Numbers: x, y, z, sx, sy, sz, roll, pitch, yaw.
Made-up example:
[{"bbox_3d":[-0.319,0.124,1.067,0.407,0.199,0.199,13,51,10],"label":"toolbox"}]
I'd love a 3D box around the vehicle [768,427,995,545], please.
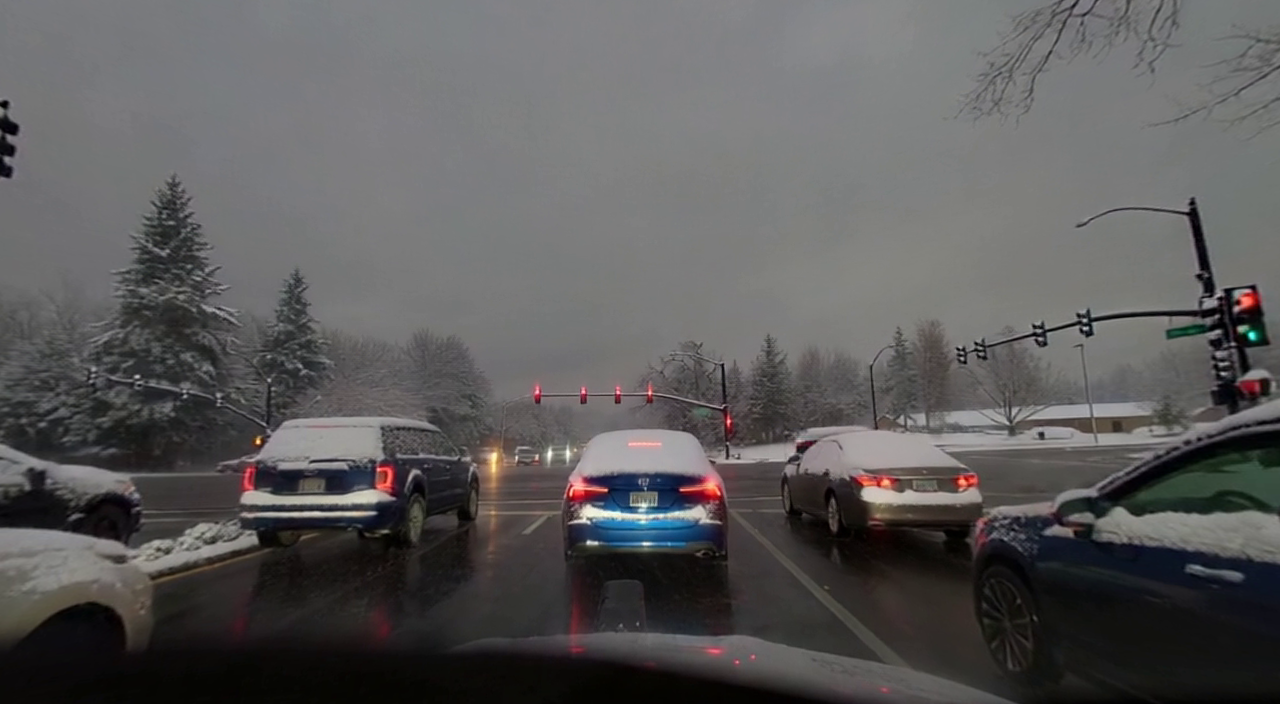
[{"bbox_3d":[3.536,2.049,10.300,1.874,1.487,4.404,0,-9,-1],"label":"vehicle"}]

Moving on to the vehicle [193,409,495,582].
[{"bbox_3d":[-3.428,1.747,8.442,1.958,1.693,4.242,0,-9,0],"label":"vehicle"}]

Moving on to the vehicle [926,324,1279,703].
[{"bbox_3d":[3.260,0.818,2.512,2.178,1.691,4.314,0,-9,0],"label":"vehicle"}]

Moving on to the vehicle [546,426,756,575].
[{"bbox_3d":[0.052,1.816,8.487,2.114,1.482,4.056,0,-9,-2],"label":"vehicle"}]

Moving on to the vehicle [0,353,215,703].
[{"bbox_3d":[-3.345,0.662,1.141,2.034,1.655,4.465,0,-9,0],"label":"vehicle"}]
